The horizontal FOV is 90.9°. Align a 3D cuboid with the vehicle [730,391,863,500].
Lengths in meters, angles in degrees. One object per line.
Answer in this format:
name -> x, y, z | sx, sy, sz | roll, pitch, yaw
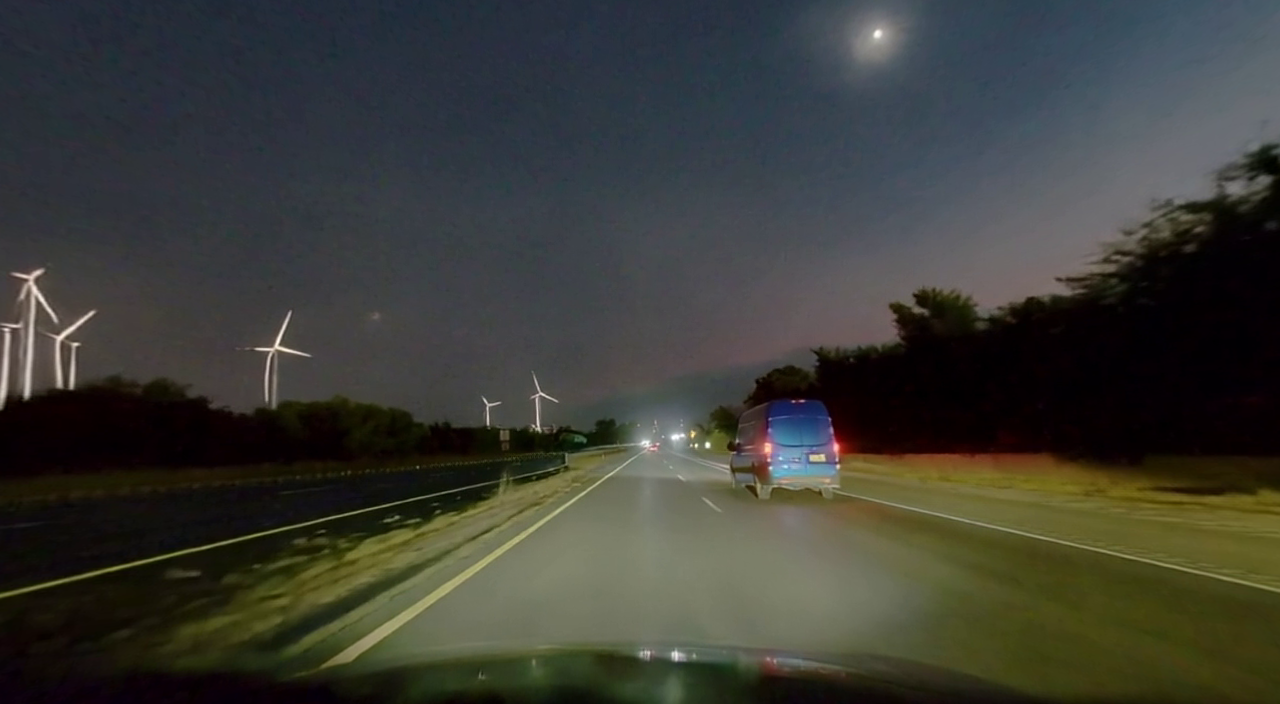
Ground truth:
vehicle -> 4.372, 2.789, 18.788 | 2.437, 2.735, 5.507 | 0, -9, -1
